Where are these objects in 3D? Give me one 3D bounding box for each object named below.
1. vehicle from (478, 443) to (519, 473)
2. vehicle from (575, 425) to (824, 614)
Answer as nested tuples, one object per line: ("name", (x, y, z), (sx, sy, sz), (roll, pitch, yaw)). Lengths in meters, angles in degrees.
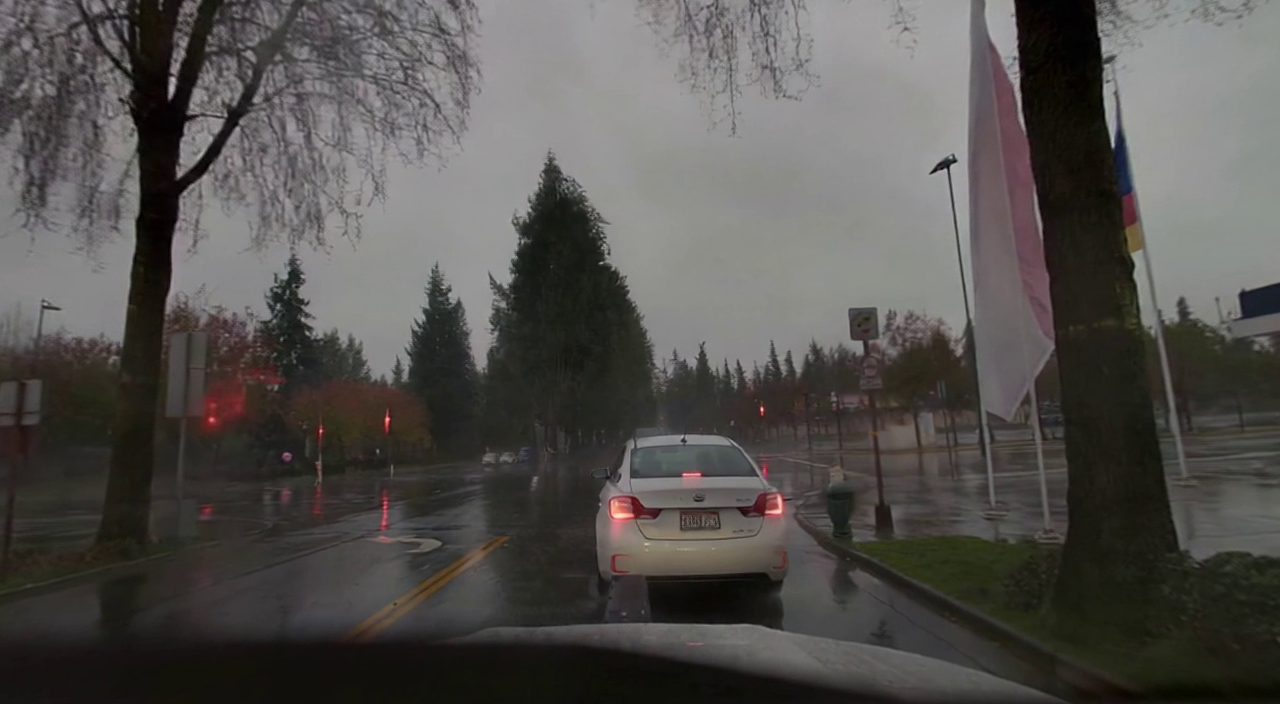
("vehicle", (-9.992, 7.492, 44.759), (2.212, 1.948, 4.537), (0, -9, -5))
("vehicle", (0.385, 1.617, 6.901), (1.985, 1.463, 3.647), (0, -9, -3))
